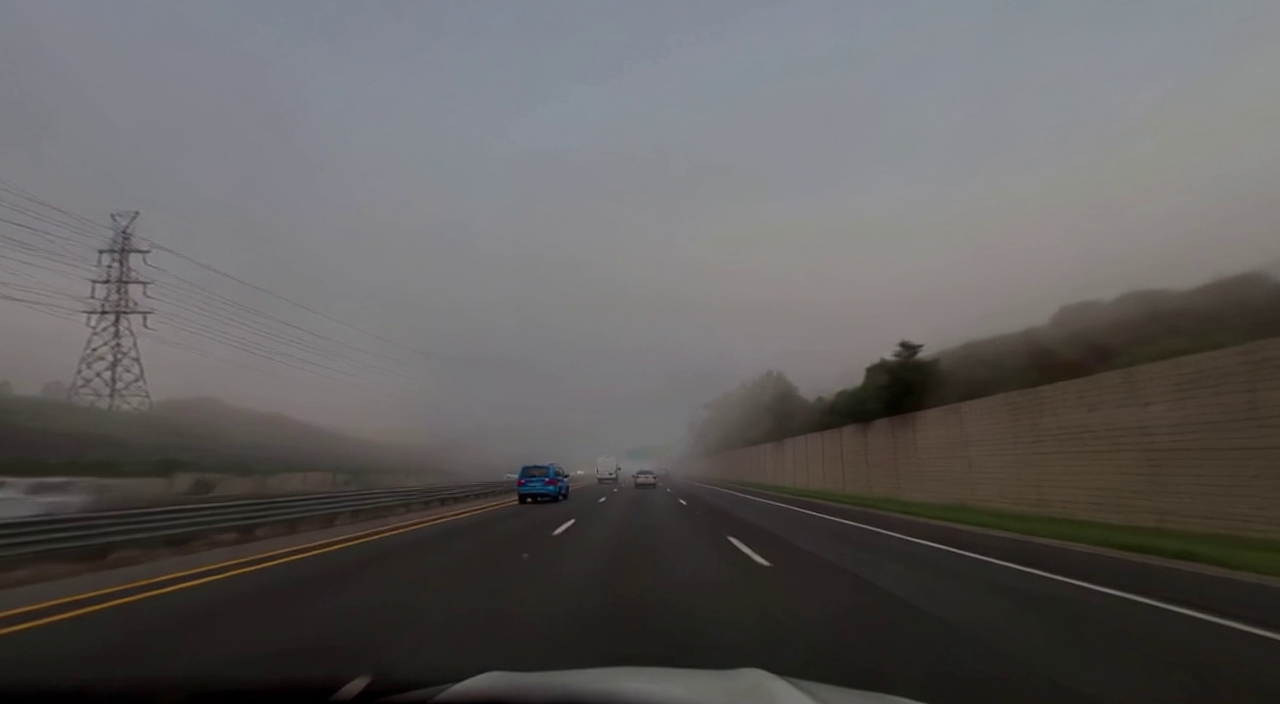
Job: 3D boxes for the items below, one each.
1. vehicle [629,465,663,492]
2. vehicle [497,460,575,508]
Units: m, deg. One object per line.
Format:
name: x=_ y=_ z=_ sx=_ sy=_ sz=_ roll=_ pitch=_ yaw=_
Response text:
vehicle: x=0.337 y=7.748 z=38.683 sx=2.006 sy=1.554 sz=3.863 roll=1 pitch=-11 yaw=-1
vehicle: x=-3.671 y=4.800 z=23.072 sx=2.023 sy=1.541 sz=4.543 roll=1 pitch=-11 yaw=0
